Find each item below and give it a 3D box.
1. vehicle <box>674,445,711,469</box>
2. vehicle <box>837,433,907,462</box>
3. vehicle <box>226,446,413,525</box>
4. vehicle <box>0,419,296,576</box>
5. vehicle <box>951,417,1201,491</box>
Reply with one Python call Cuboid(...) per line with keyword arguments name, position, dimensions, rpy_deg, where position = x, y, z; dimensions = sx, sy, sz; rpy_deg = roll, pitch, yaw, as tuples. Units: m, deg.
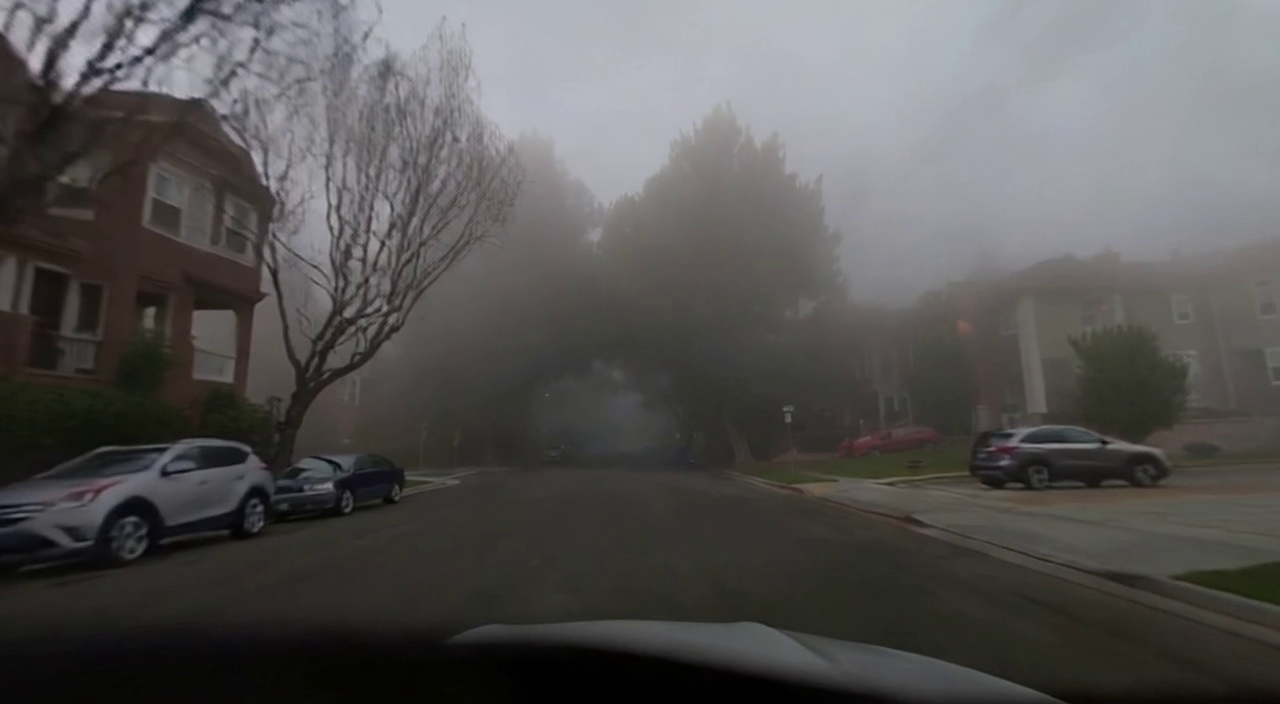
Cuboid(name="vehicle", position=(3.417, 6.915, 41.735), dimensions=(1.956, 1.468, 4.698), rpy_deg=(0, -9, -2))
Cuboid(name="vehicle", position=(13.151, 5.488, 36.074), dimensions=(2.068, 1.522, 4.810), rpy_deg=(0, -9, -2))
Cuboid(name="vehicle", position=(-7.208, 3.016, 14.863), dimensions=(1.912, 1.466, 4.754), rpy_deg=(-2, -9, 1))
Cuboid(name="vehicle", position=(-7.446, 2.066, 9.455), dimensions=(2.136, 1.758, 4.297), rpy_deg=(-2, -10, -1))
Cuboid(name="vehicle", position=(10.850, 2.575, 16.013), dimensions=(4.726, 1.731, 2.075), rpy_deg=(0, -9, 3))
